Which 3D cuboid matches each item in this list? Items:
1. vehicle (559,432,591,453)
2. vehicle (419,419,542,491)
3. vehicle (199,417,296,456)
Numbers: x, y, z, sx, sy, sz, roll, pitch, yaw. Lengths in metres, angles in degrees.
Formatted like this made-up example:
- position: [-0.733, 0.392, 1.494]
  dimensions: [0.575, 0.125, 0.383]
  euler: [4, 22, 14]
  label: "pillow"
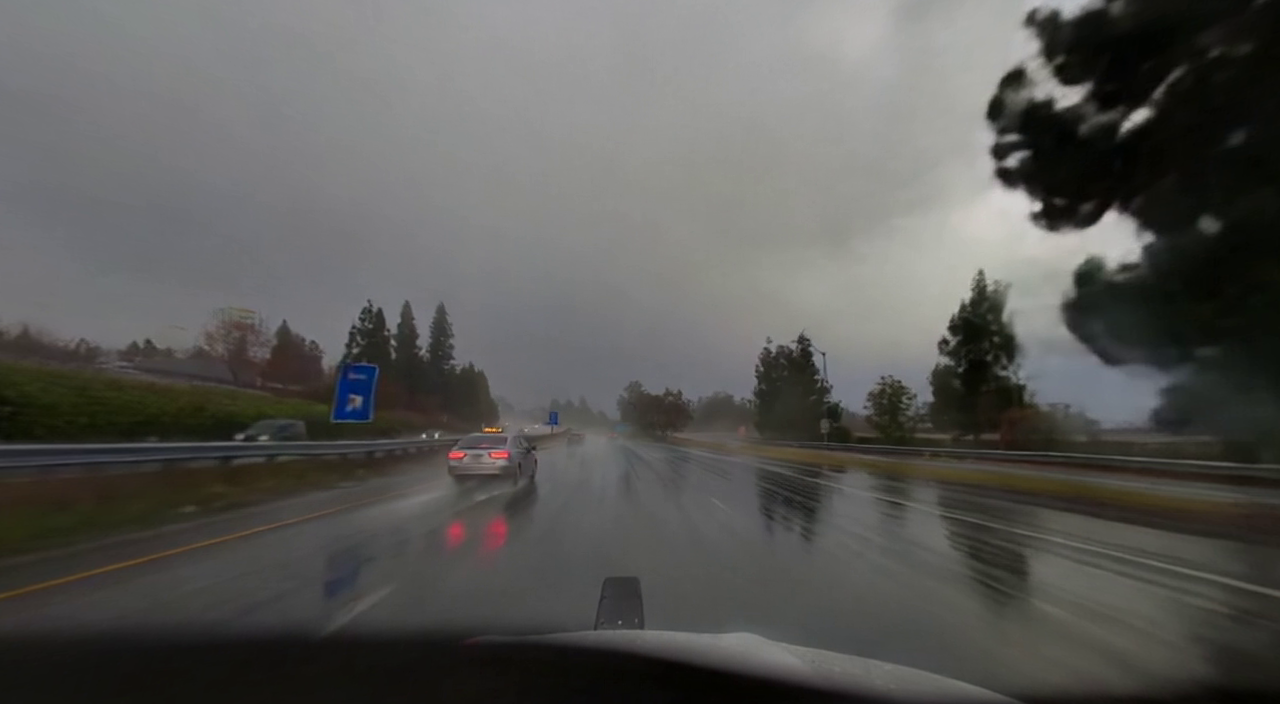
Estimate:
- position: [-4.465, 6.266, 43.572]
  dimensions: [1.874, 1.369, 3.875]
  euler: [0, -8, -1]
  label: "vehicle"
- position: [-3.954, 2.623, 16.516]
  dimensions: [2.047, 1.612, 4.631]
  euler: [0, -8, -1]
  label: "vehicle"
- position: [-19.322, 4.184, 31.302]
  dimensions: [1.947, 1.787, 4.572]
  euler: [0, -8, -1]
  label: "vehicle"
